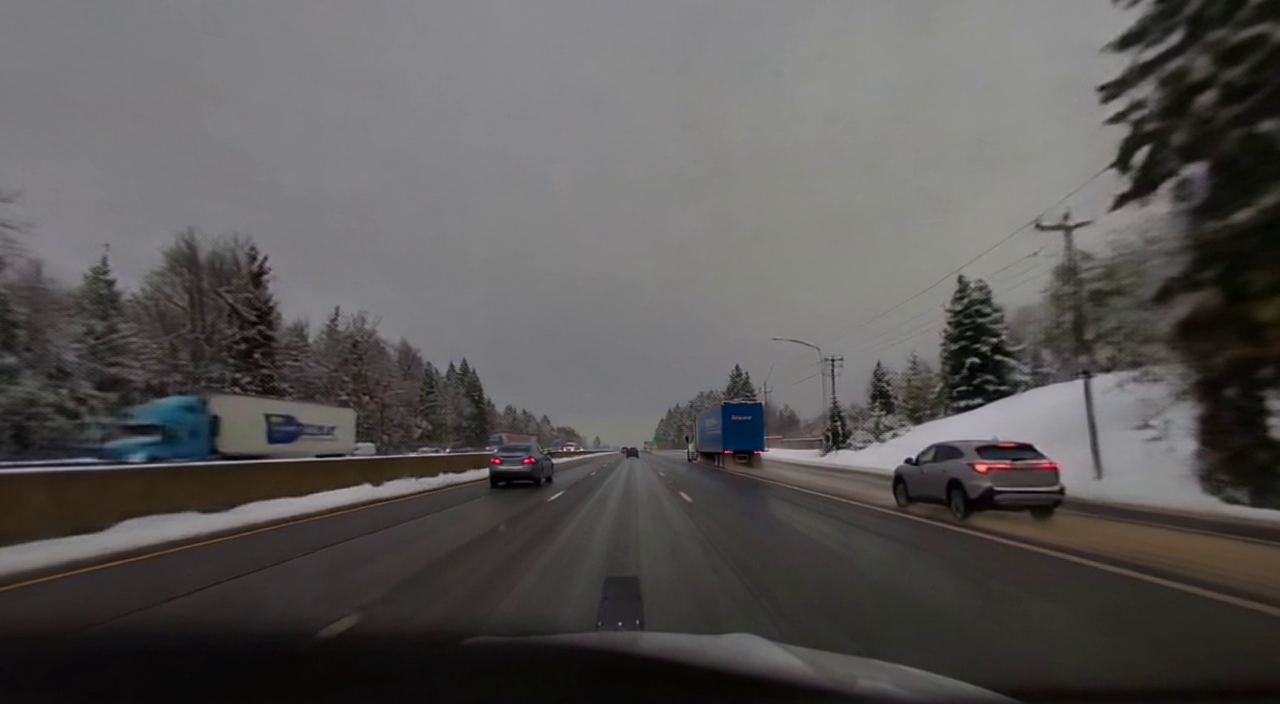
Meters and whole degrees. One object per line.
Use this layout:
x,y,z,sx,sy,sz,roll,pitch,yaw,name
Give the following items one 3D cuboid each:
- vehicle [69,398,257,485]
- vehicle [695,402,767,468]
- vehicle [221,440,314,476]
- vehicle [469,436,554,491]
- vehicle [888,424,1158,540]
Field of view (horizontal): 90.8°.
-20.564,3.972,27.932,2.949,3.338,6.668,0,-9,0,vehicle
6.489,6.479,48.224,2.919,4.195,15.833,0,-9,-1,vehicle
-16.492,4.702,28.183,1.805,1.492,3.824,0,-9,-1,vehicle
-4.212,3.726,21.447,2.027,1.651,4.099,0,-9,0,vehicle
6.365,2.195,11.308,1.991,1.647,4.409,0,-9,-1,vehicle
